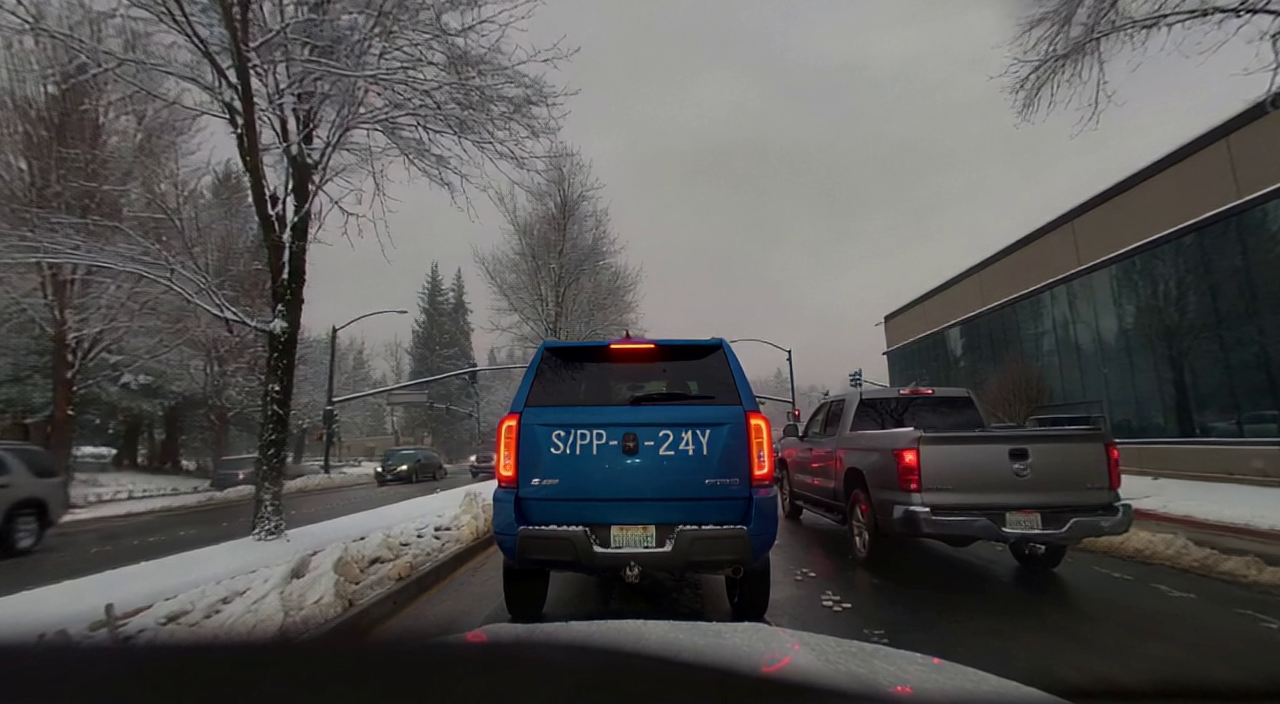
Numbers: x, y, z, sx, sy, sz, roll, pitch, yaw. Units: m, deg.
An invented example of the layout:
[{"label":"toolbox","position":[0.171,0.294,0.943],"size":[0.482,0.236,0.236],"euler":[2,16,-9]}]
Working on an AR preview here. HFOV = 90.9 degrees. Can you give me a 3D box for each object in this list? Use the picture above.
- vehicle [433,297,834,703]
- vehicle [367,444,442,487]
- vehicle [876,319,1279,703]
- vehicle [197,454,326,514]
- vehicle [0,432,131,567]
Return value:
[{"label":"vehicle","position":[0.017,1.161,5.887],"size":[2.267,2.372,4.366],"euler":[0,-8,2]},{"label":"vehicle","position":[-12.364,5.967,33.472],"size":[2.111,1.917,4.758],"euler":[-5,-9,1]},{"label":"vehicle","position":[3.084,0.985,3.486],"size":[2.022,1.700,4.410],"euler":[0,-8,3]},{"label":"vehicle","position":[-16.113,5.577,27.224],"size":[2.637,2.293,4.494],"euler":[0,-8,1]},{"label":"vehicle","position":[-10.959,2.253,9.248],"size":[2.362,2.052,6.109],"euler":[-2,-8,-6]}]
